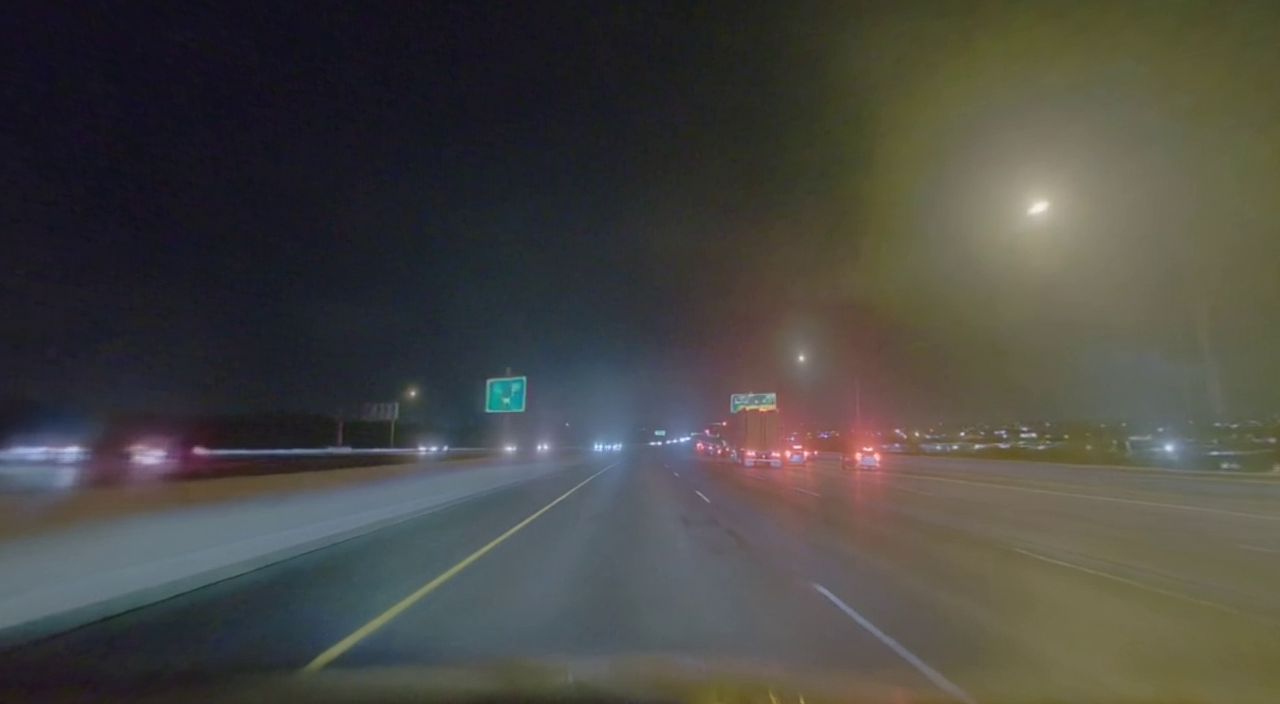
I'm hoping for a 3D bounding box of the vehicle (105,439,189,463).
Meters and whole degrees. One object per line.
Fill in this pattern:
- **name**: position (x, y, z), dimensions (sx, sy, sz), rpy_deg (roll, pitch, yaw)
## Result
- **vehicle**: position (-33.141, 6.675, 42.673), dimensions (1.836, 1.492, 4.742), rpy_deg (0, -8, 1)
